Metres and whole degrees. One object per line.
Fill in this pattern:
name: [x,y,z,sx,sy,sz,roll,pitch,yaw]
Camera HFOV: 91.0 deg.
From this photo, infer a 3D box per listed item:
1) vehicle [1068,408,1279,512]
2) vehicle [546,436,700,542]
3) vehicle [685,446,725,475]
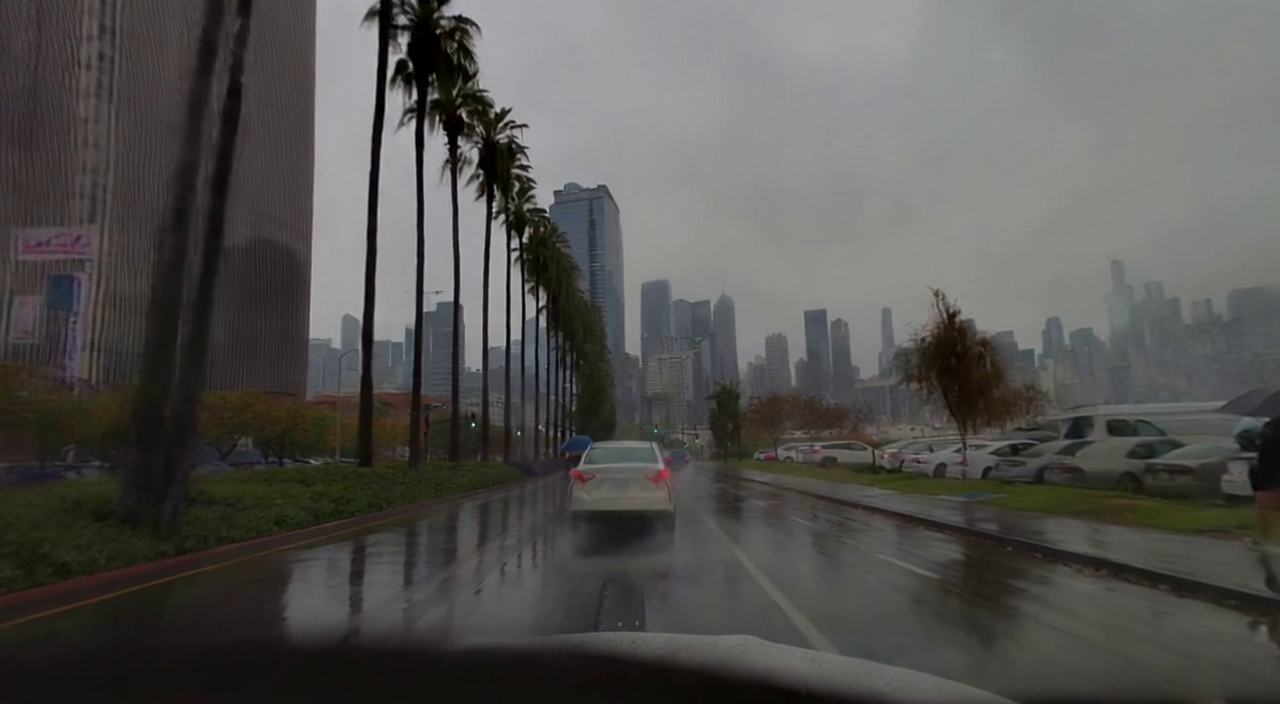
vehicle: [12.914,2.262,13.657,5.301,1.962,2.431,-3,-8,4]
vehicle: [-0.240,2.288,11.158,2.235,1.528,3.876,0,-9,0]
vehicle: [4.317,7.270,42.452,2.136,1.774,4.778,0,-9,0]
